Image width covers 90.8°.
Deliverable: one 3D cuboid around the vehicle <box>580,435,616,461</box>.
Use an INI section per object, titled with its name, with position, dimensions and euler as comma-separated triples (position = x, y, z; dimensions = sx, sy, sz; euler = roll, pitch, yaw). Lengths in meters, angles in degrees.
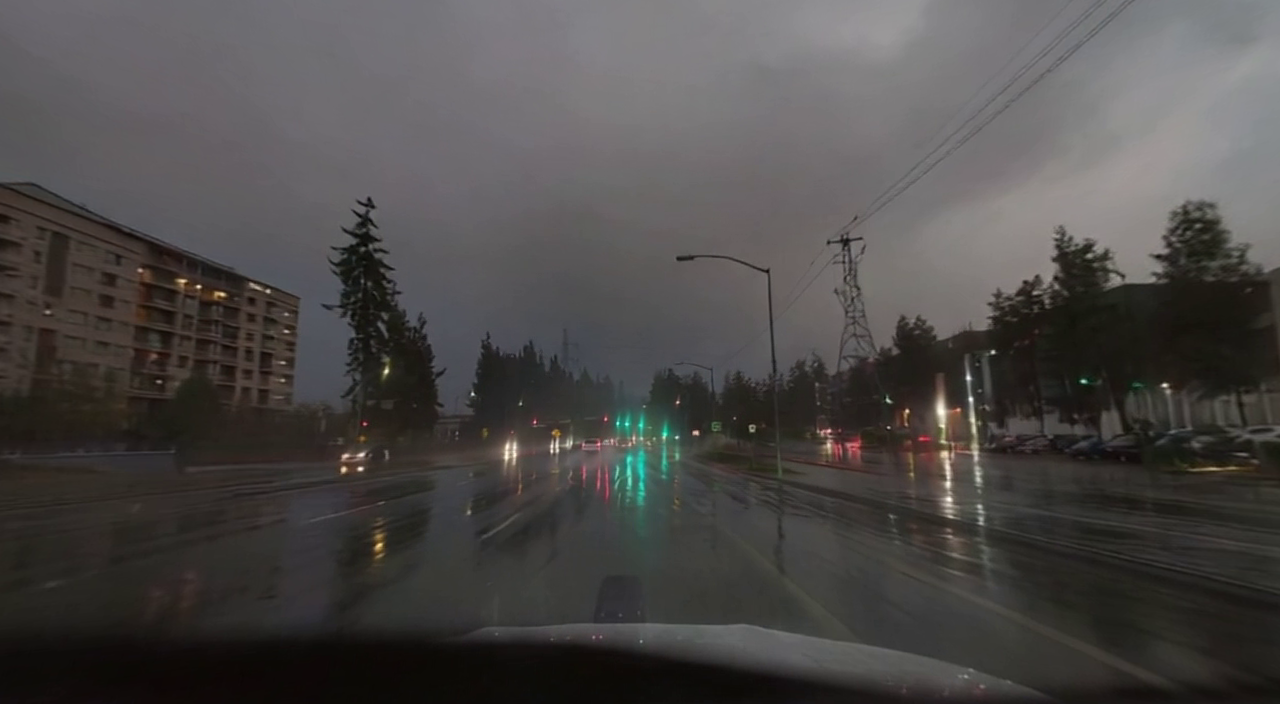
[vehicle]
position = -2.848, 6.639, 43.696
dimensions = 2.121, 1.654, 3.993
euler = 0, -8, 2
